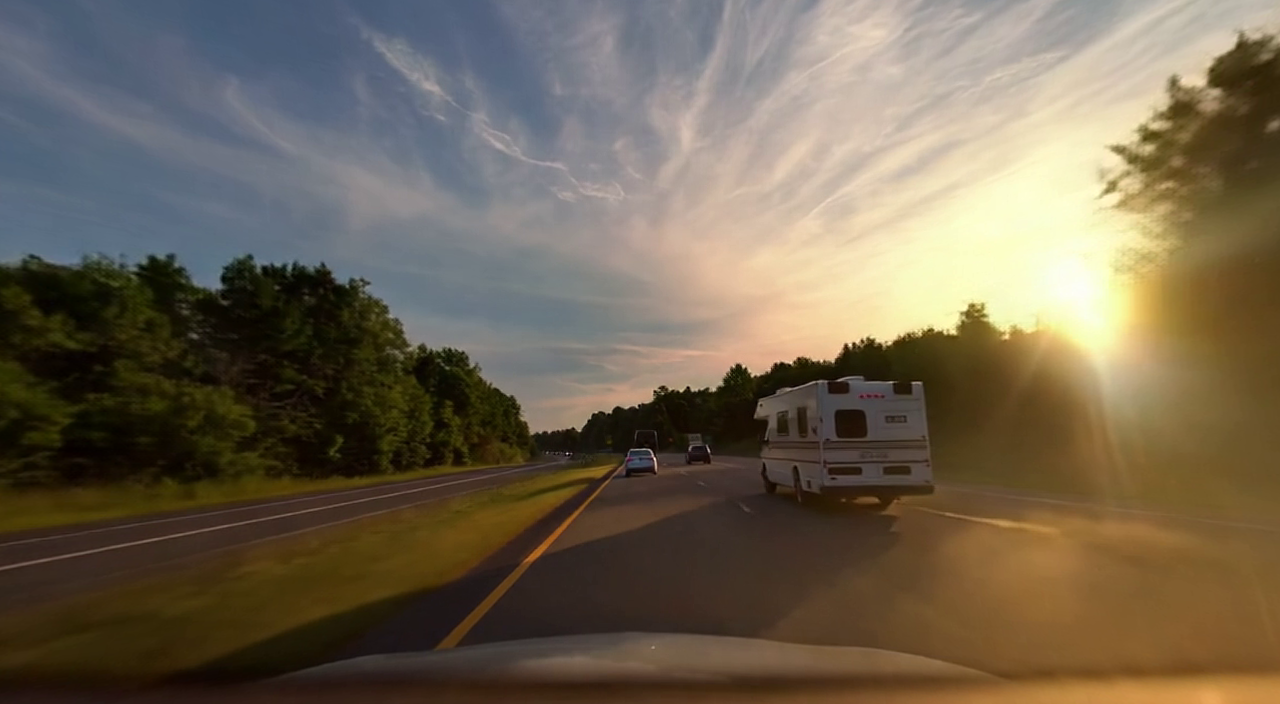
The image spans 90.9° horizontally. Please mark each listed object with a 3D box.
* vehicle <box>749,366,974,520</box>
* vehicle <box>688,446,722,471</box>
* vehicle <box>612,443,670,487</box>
[{"bbox_3d":[4.698,2.226,15.218,2.745,2.832,7.035,0,-9,-1],"label":"vehicle"},{"bbox_3d":[4.107,6.817,40.420,1.757,1.459,3.398,0,-9,-1],"label":"vehicle"},{"bbox_3d":[0.008,4.433,25.053,2.120,1.575,4.018,0,-9,-1],"label":"vehicle"}]
